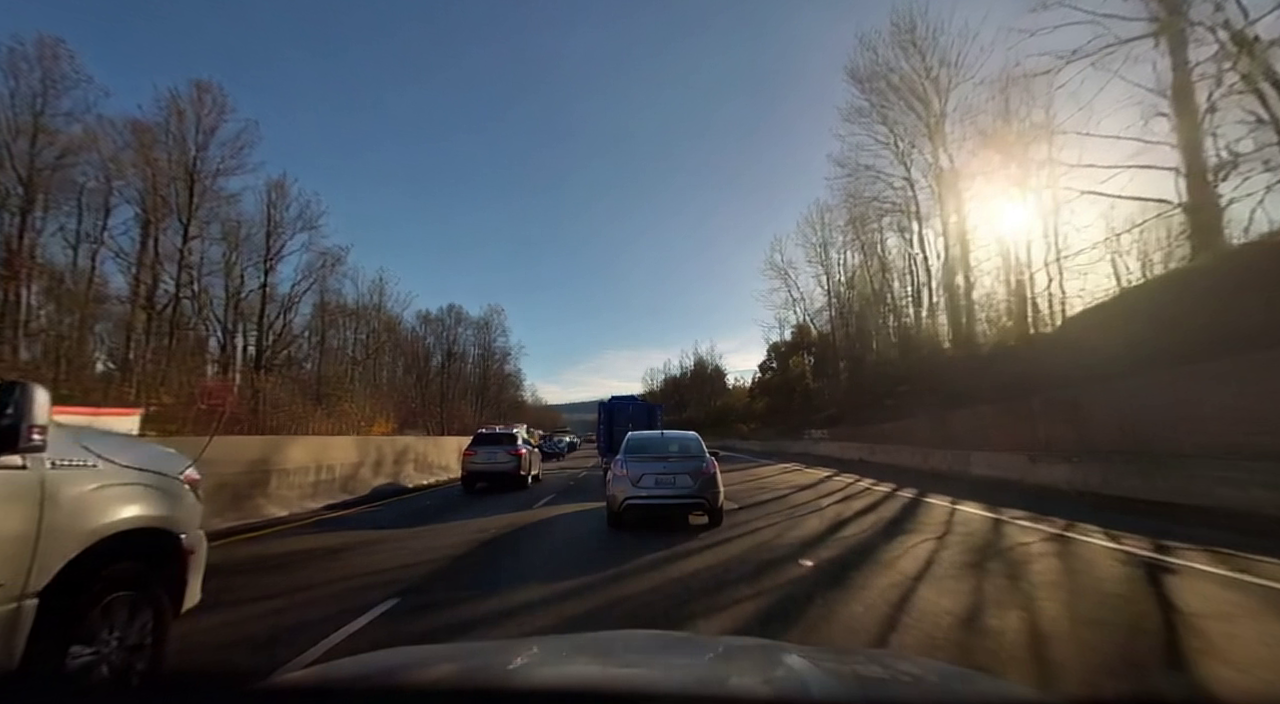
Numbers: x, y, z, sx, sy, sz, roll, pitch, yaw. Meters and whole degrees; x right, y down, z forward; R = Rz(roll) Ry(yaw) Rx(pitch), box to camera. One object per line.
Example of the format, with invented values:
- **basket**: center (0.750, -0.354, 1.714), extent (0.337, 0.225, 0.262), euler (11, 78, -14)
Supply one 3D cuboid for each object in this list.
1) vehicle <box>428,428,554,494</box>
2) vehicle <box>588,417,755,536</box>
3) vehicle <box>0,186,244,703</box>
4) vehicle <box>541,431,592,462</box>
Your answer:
- **vehicle**: center (-3.605, 2.713, 16.136), extent (2.087, 1.457, 4.313), euler (0, -8, 2)
- **vehicle**: center (0.430, 1.856, 10.051), extent (2.089, 1.485, 4.153), euler (0, -8, 1)
- **vehicle**: center (-4.022, 0.316, 1.408), extent (2.386, 2.435, 5.831), euler (0, -8, 1)
- **vehicle**: center (-3.621, 4.735, 31.656), extent (1.980, 1.491, 3.655), euler (0, -8, 2)
